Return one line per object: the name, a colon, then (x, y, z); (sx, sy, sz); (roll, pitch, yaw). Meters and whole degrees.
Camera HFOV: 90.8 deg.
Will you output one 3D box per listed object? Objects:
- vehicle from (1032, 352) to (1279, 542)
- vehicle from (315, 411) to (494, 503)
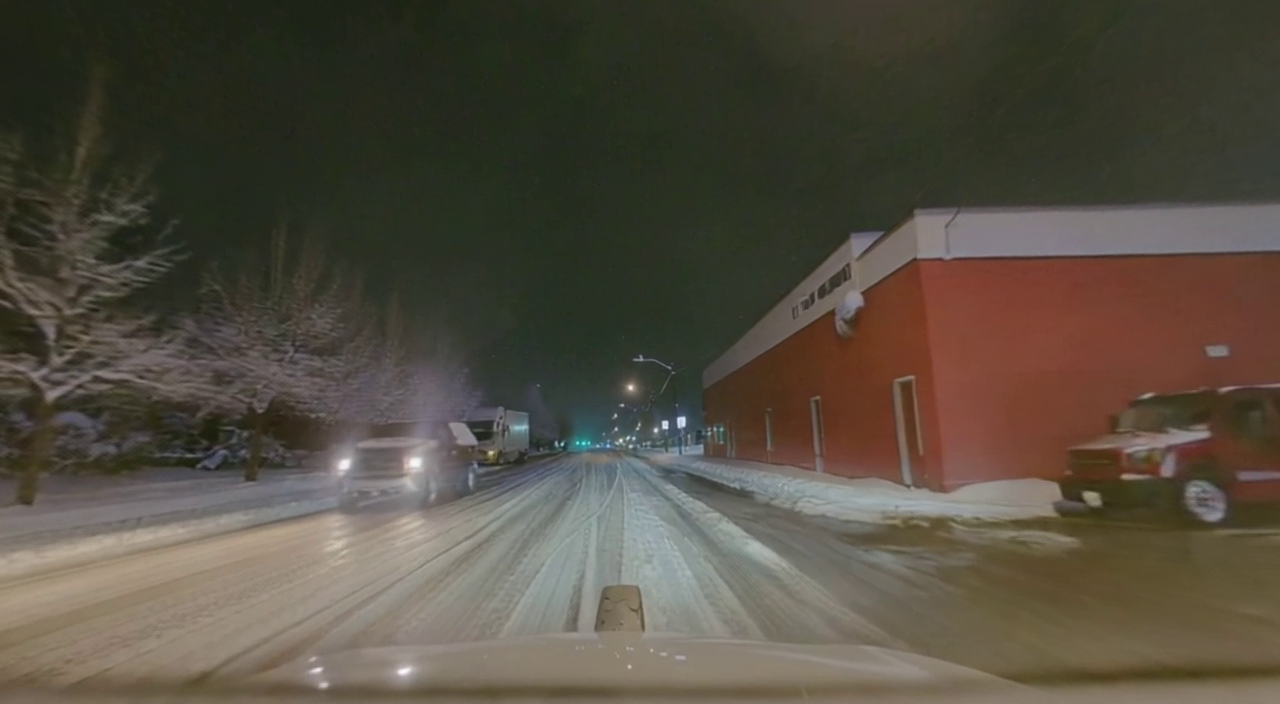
vehicle: (10.473, 1.351, 9.734); (7.188, 2.416, 2.528); (-1, -8, -4)
vehicle: (-6.254, 2.919, 18.010); (2.770, 2.135, 6.329); (0, -8, -1)
